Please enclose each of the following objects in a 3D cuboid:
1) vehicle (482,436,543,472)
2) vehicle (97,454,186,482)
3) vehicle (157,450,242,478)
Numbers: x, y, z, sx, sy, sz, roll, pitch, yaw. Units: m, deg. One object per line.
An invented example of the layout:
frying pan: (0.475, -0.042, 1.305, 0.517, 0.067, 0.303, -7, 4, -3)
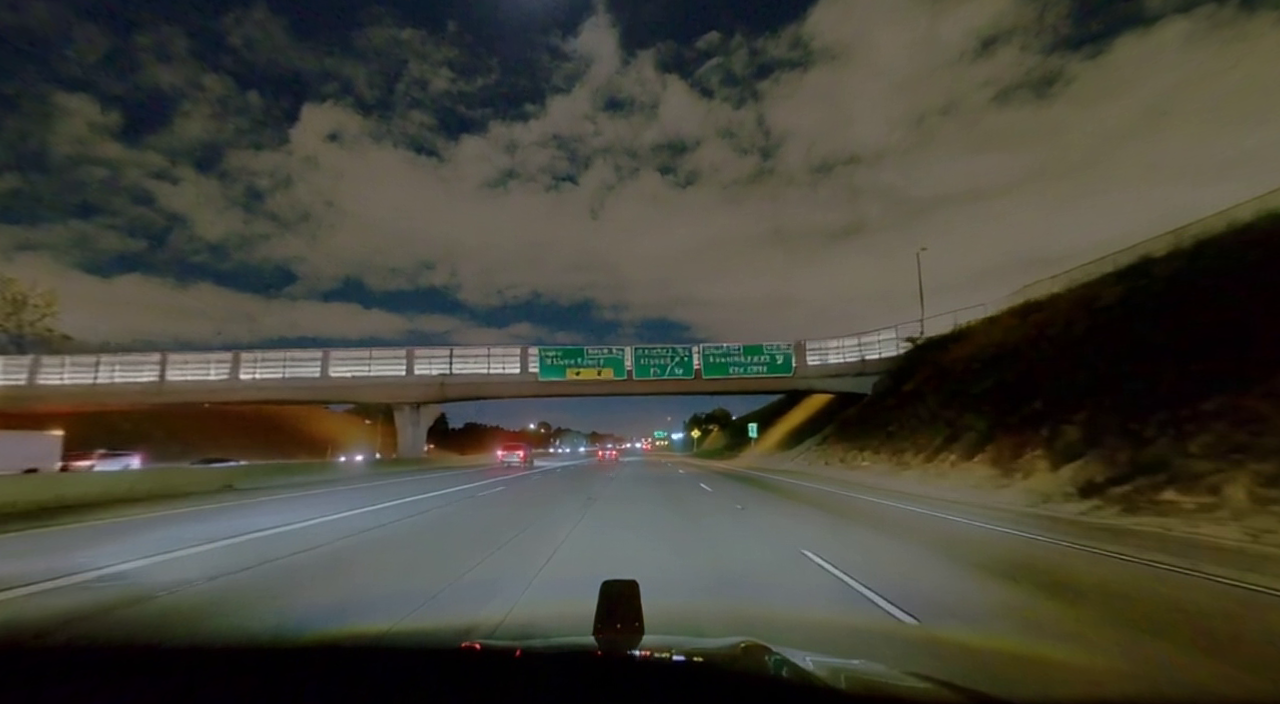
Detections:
vehicle: (-7.418, 5.990, 37.233, 2.341, 1.959, 5.684, 0, -9, 1)
vehicle: (-30.934, 7.184, 39.248, 1.903, 1.531, 4.456, 0, -9, 0)
vehicle: (-27.374, 6.949, 39.324, 1.929, 1.631, 4.603, 0, -9, 1)
